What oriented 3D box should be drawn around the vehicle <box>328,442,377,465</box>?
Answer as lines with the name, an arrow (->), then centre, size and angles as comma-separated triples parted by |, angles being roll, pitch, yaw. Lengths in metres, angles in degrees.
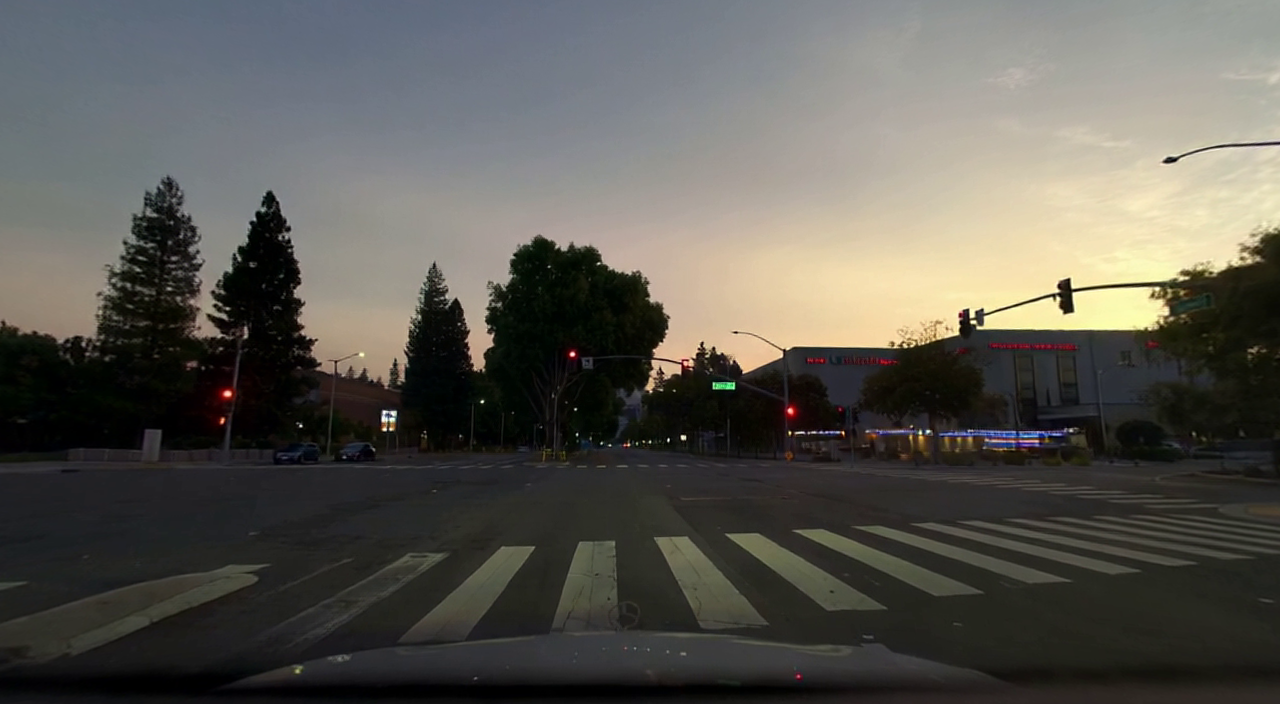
vehicle -> -22.526, 7.938, 49.746 | 2.023, 1.706, 4.756 | 1, -9, -6

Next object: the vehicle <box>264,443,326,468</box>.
vehicle -> -21.843, 6.548, 40.167 | 2.005, 1.496, 4.020 | 1, -9, -6
